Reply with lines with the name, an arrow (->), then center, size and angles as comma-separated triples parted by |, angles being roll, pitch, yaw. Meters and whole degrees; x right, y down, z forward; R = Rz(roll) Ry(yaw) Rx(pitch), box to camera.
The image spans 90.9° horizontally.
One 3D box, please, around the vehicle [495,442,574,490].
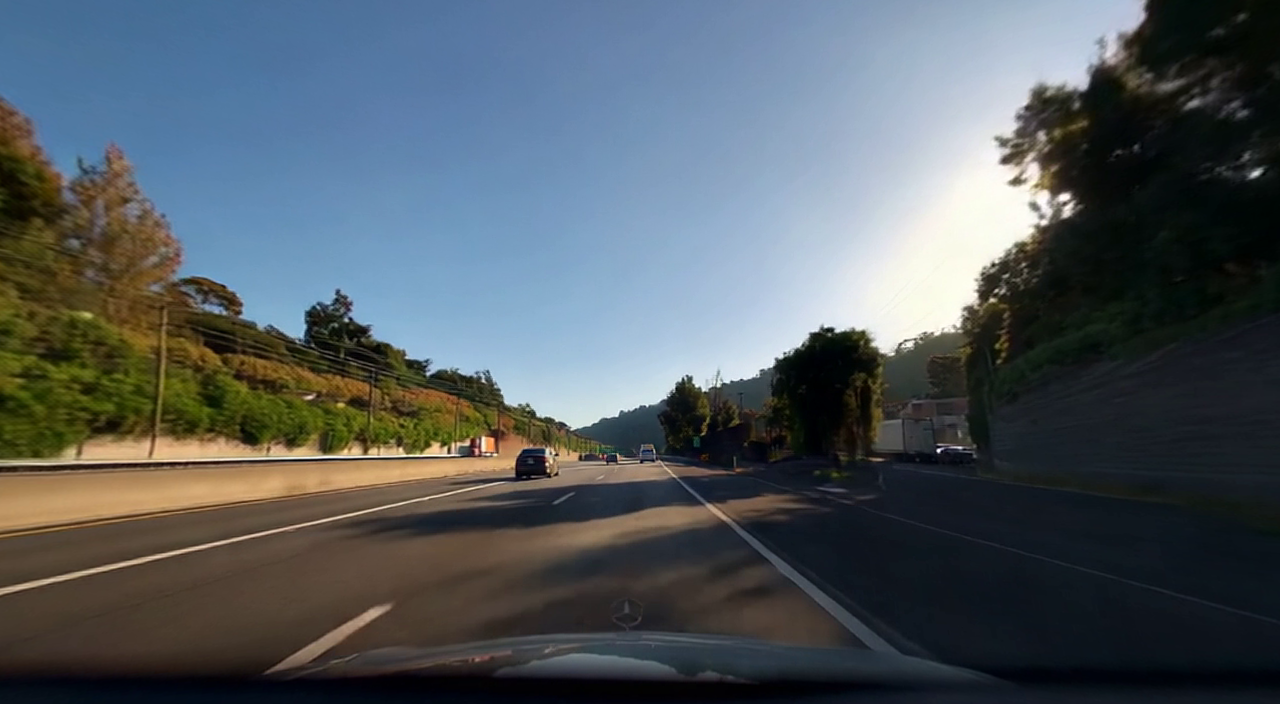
vehicle -> -3.982, 4.398, 24.581 | 2.263, 1.696, 4.321 | 0, -9, 1
